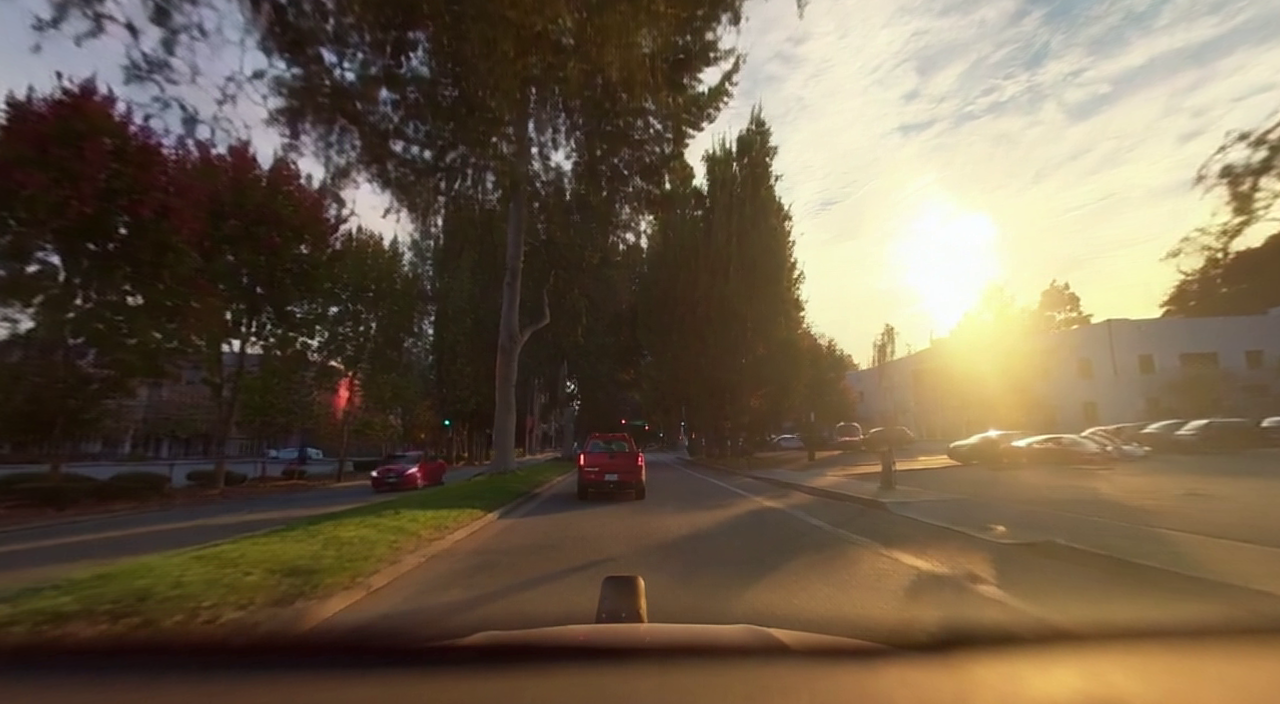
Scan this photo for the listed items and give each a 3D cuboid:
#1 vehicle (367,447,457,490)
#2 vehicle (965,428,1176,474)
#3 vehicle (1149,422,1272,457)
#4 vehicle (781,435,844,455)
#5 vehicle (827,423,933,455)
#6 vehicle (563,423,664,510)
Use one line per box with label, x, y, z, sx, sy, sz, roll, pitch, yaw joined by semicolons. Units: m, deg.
vehicle;-8.958;4.587;25.292;2.027;1.493;4.707;0;-8;-2
vehicle;14.280;3.319;21.274;5.344;1.440;2.318;0;-9;2
vehicle;25.492;3.975;28.449;1.816;1.452;3.934;0;-8;0
vehicle;12.783;6.947;47.041;4.090;1.433;1.983;0;-8;1
vehicle;12.945;4.740;34.346;4.788;1.625;2.319;0;-8;-3
vehicle;-0.618;2.874;16.428;2.157;1.816;5.804;0;-8;-1
